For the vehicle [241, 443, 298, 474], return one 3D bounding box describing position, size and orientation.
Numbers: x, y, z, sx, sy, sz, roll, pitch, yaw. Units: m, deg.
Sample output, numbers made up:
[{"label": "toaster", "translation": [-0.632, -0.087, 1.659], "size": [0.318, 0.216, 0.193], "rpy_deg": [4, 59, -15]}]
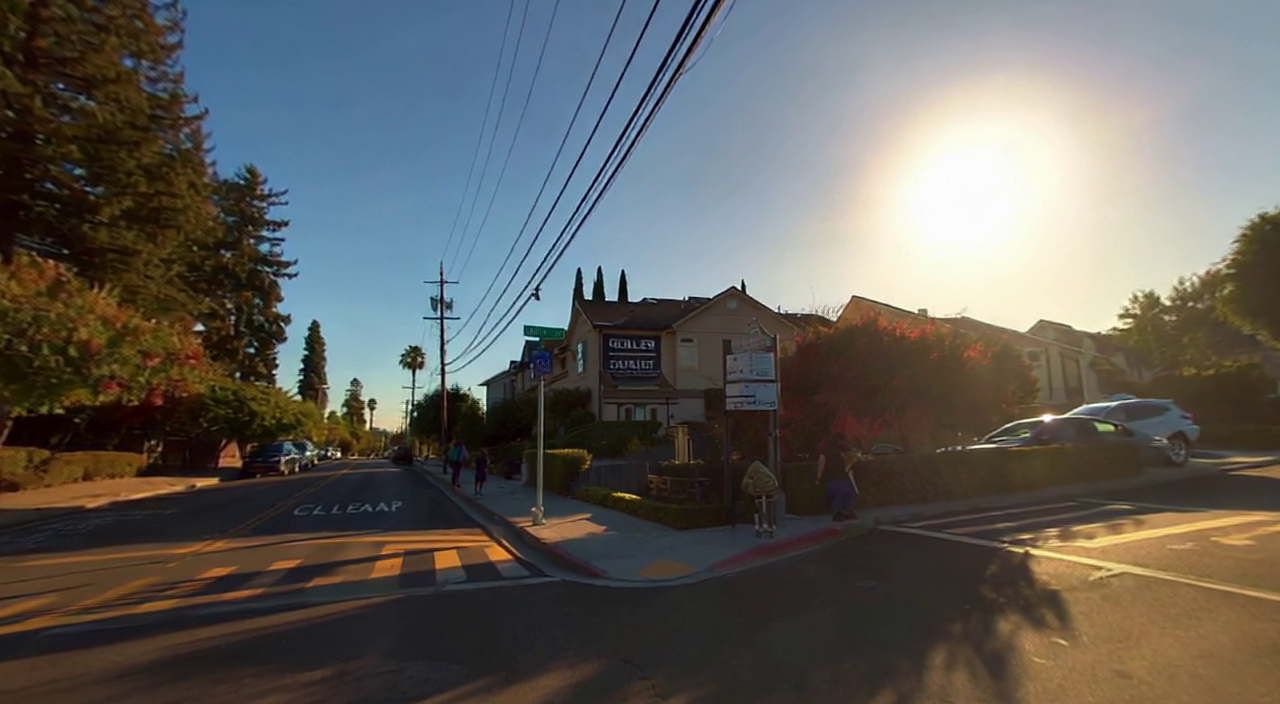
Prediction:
[{"label": "vehicle", "translation": [-23.074, 6.612, 39.550], "size": [2.203, 1.787, 4.704], "rpy_deg": [3, -9, -21]}]
